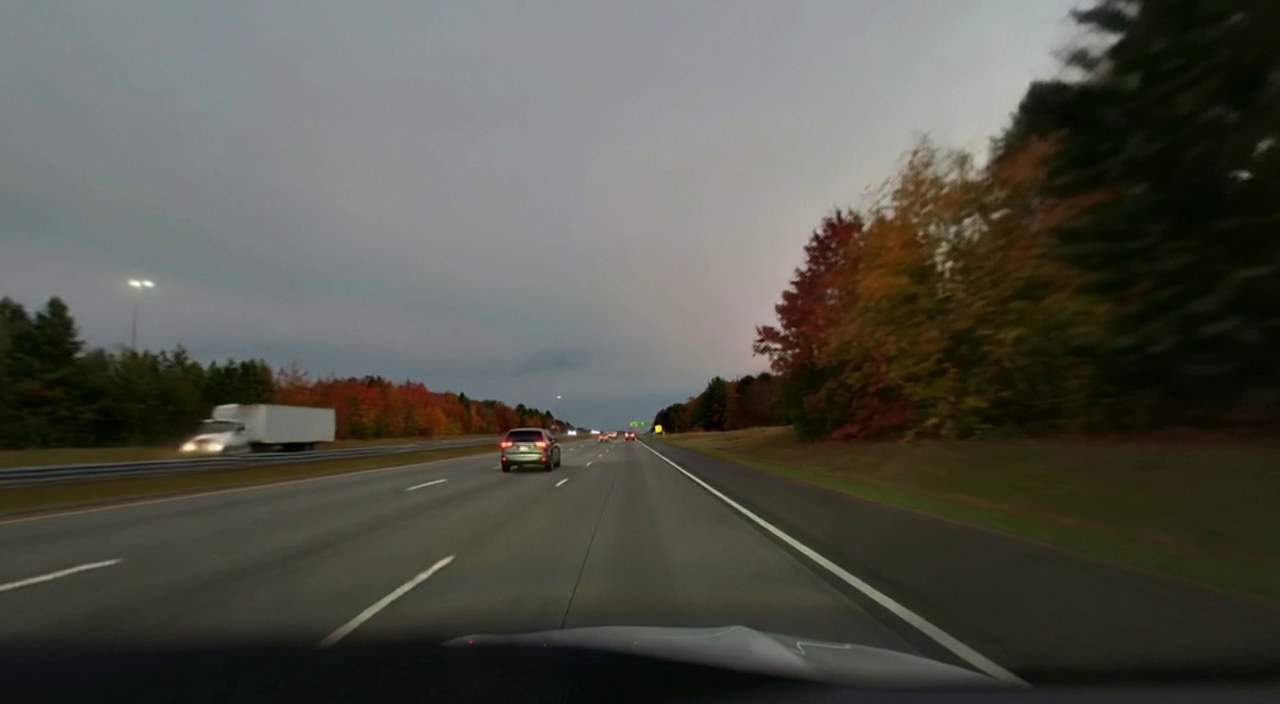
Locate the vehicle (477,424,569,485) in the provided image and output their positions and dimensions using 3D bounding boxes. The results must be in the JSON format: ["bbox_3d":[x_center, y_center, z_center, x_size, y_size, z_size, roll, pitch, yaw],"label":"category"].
[{"bbox_3d":[-3.542,3.183,19.898,2.057,1.666,4.552,0,-8,0],"label":"vehicle"}]

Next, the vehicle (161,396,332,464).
[{"bbox_3d":[-26.356,5.509,43.726,2.855,3.931,14.552,0,-8,-1],"label":"vehicle"}]
